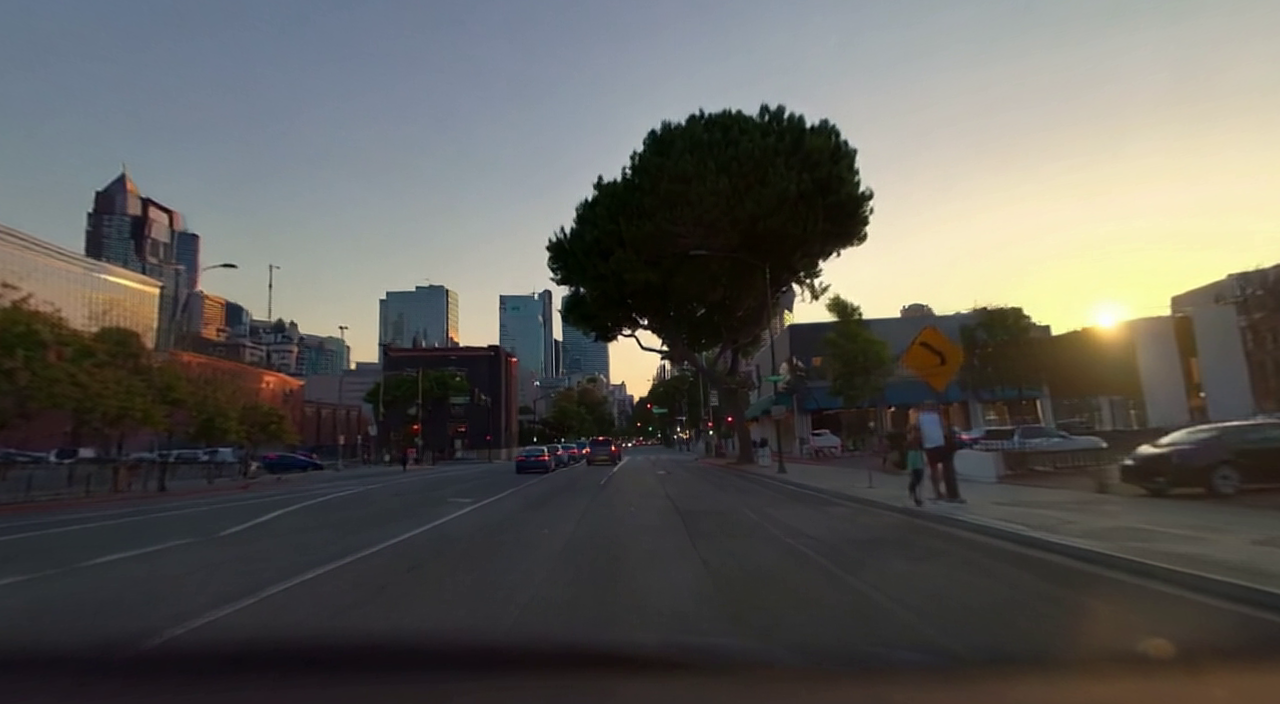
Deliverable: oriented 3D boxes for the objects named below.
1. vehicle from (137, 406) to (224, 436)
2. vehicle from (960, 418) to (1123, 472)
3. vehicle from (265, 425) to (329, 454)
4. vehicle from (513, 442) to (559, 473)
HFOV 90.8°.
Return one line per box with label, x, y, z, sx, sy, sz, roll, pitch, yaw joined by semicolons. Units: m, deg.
vehicle;-25.513;3.864;35.150;3.556;1.611;1.623;0;-8;3
vehicle;14.895;3.503;23.673;4.562;1.648;2.028;-4;-9;3
vehicle;-25.346;6.484;46.734;3.572;2.012;1.872;-1;-8;-2
vehicle;-5.596;5.692;34.367;1.889;1.572;3.599;0;-8;1
